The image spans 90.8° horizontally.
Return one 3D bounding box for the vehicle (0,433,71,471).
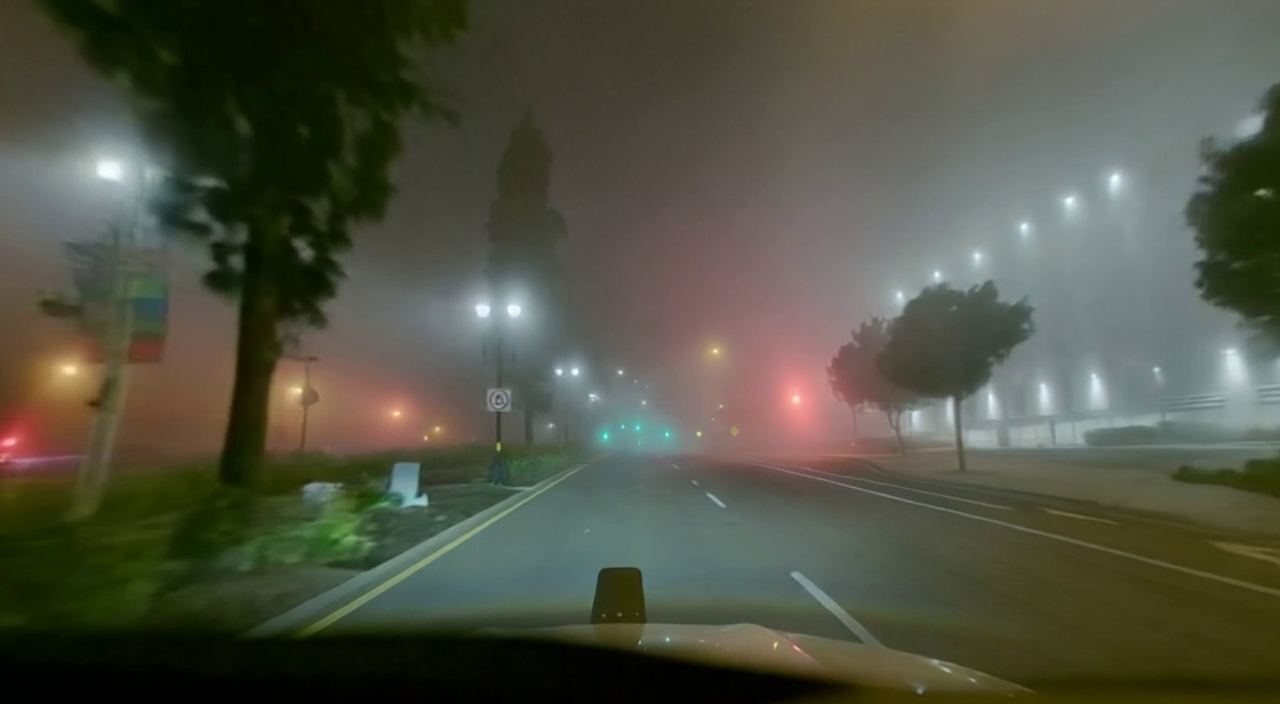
[{"bbox_3d":[-39.569,6.241,39.769,2.265,2.236,5.627,1,-8,-2],"label":"vehicle"}]
